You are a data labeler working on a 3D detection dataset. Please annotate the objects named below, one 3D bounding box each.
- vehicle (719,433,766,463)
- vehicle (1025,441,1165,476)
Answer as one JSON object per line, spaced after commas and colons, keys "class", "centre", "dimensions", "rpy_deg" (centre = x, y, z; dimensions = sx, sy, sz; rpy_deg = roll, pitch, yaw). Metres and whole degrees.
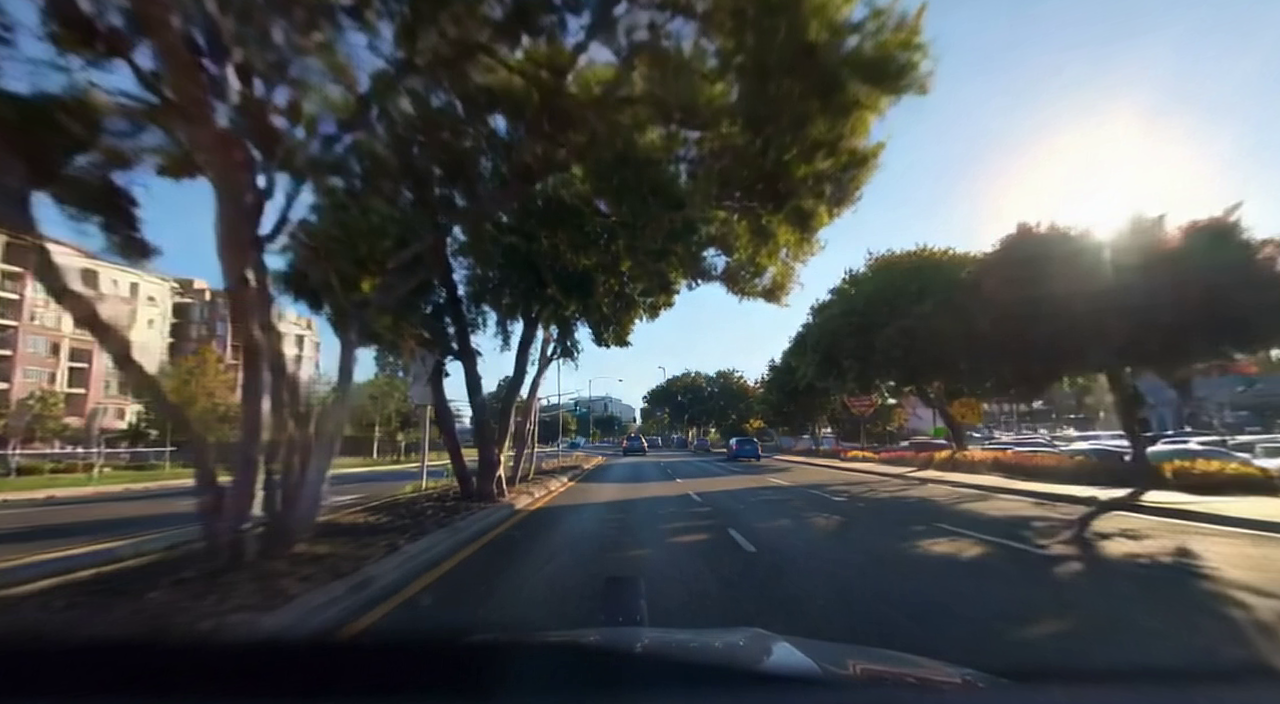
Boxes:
{"class": "vehicle", "centre": [6.651, 6.299, 41.257], "dimensions": [2.136, 1.799, 4.796], "rpy_deg": [1, -9, -2]}
{"class": "vehicle", "centre": [19.899, 4.672, 27.669], "dimensions": [4.653, 1.438, 1.939], "rpy_deg": [0, -9, -2]}
